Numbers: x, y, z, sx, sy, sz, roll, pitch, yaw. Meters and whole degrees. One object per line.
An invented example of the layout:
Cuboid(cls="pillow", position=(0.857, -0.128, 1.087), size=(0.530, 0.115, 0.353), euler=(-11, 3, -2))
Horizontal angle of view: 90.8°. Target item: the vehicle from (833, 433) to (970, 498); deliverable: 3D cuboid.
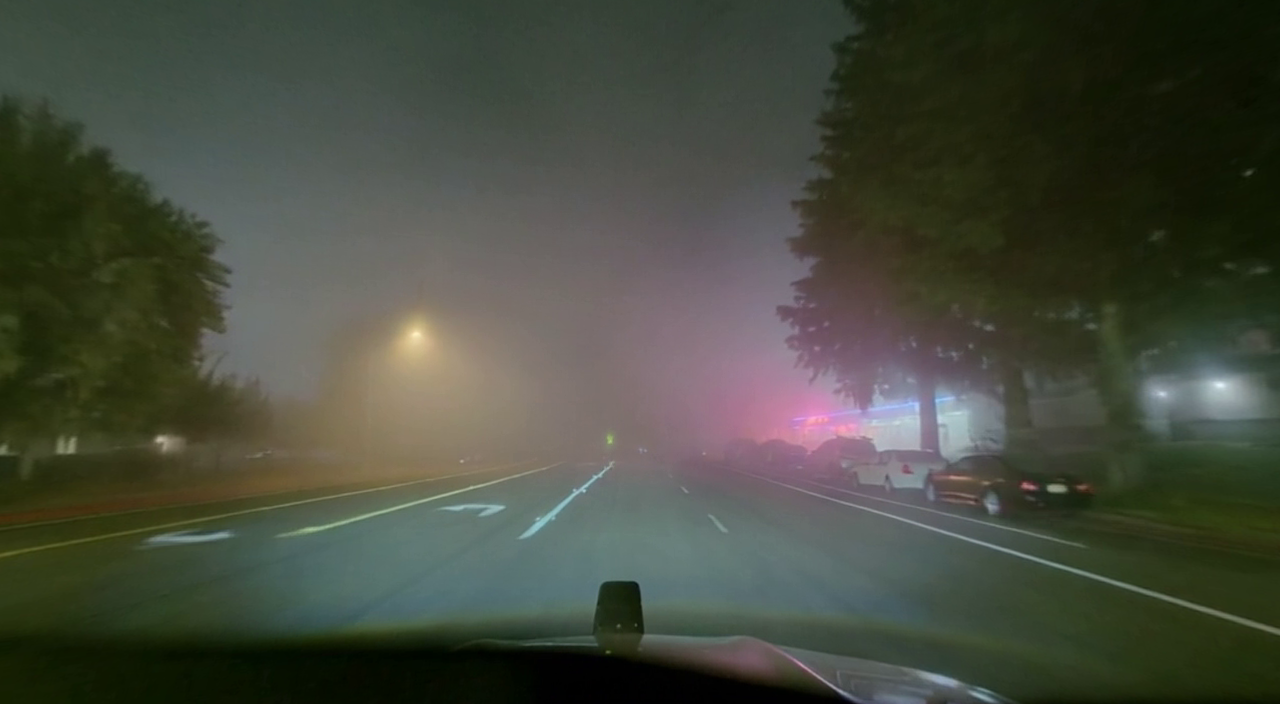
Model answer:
Cuboid(cls="vehicle", position=(7.519, 3.308, 18.735), size=(2.205, 1.658, 4.404), euler=(0, -9, 1))

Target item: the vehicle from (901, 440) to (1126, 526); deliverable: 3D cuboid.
Cuboid(cls="vehicle", position=(7.429, 2.620, 13.229), size=(2.057, 1.478, 4.356), euler=(0, -9, 1))
